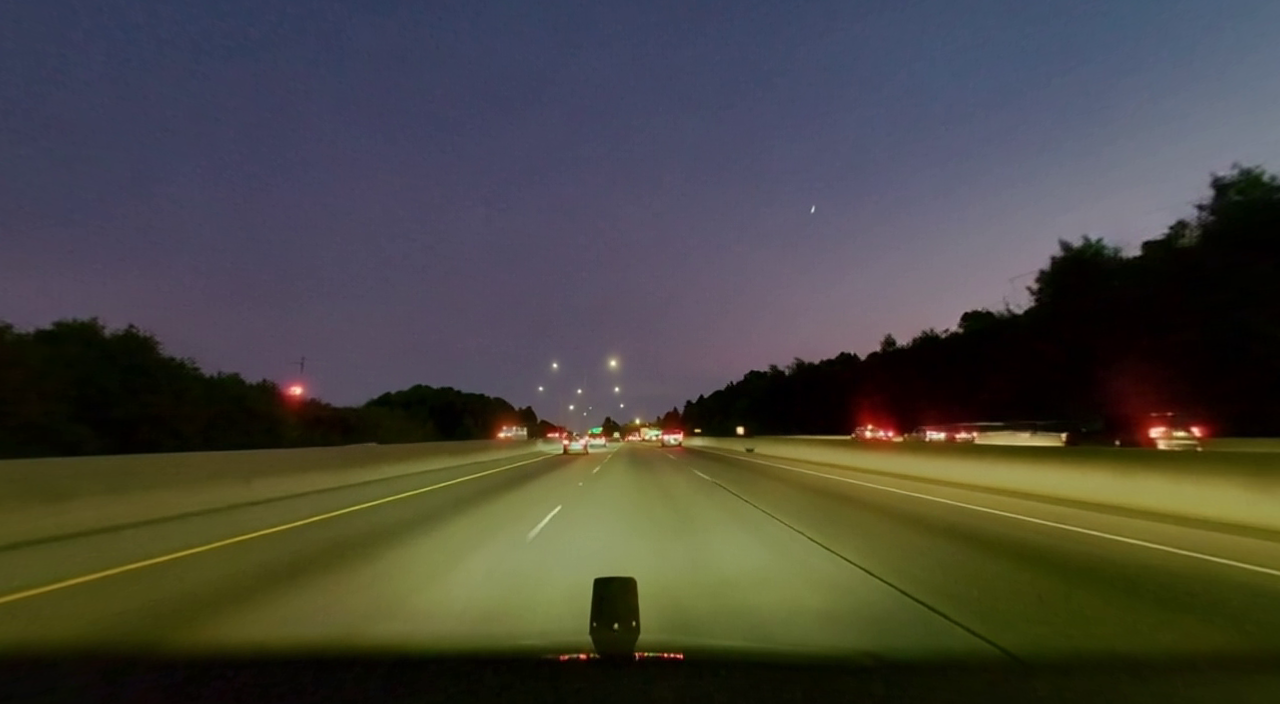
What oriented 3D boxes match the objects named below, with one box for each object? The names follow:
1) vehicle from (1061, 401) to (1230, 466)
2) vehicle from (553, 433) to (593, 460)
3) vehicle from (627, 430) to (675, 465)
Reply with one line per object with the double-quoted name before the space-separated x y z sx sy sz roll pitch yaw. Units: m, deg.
"vehicle" 21.779 3.608 27.670 2.232 2.540 6.015 0 -8 -1
"vehicle" -3.963 5.678 37.982 2.014 1.471 4.380 0 -8 -1
"vehicle" 0.446 4.545 30.064 2.086 1.554 3.875 0 -8 -2
